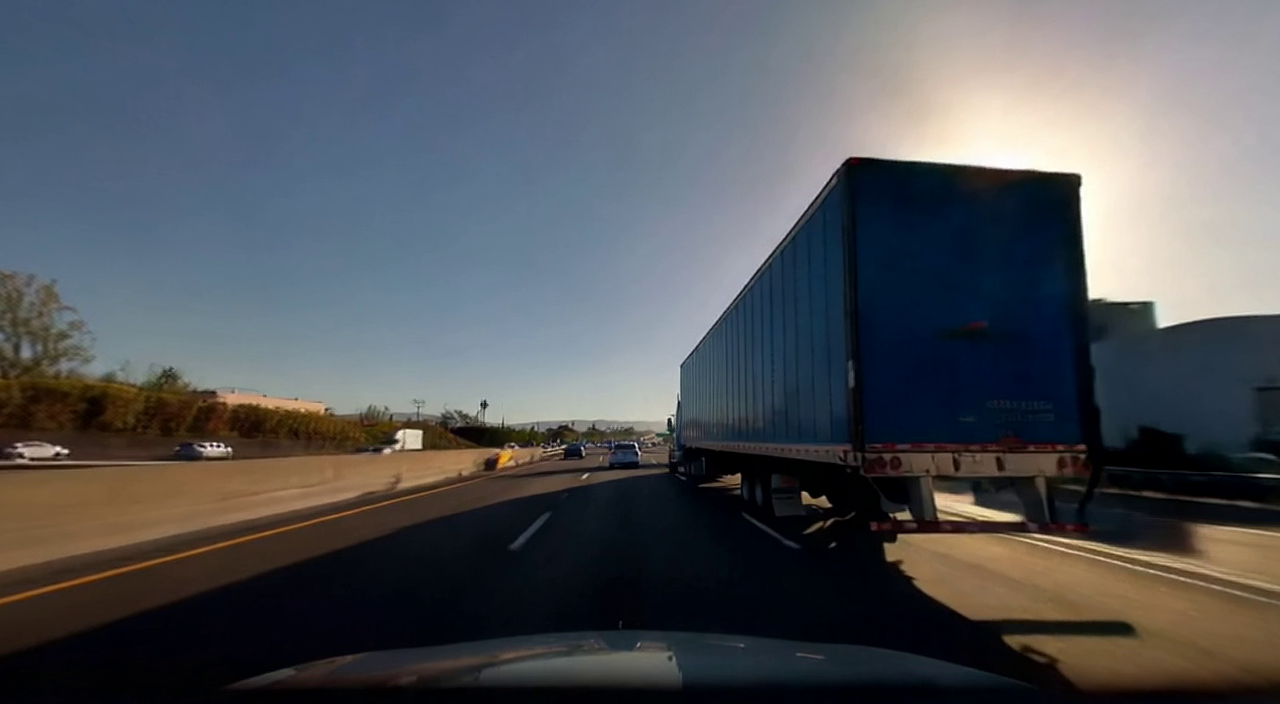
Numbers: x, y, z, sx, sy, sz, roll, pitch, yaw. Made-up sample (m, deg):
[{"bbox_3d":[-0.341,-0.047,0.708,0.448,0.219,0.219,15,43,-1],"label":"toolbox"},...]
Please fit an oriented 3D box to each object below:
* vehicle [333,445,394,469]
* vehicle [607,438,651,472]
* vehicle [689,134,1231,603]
[{"bbox_3d":[-17.761,6.756,40.845,1.908,1.459,4.631,0,-9,-2],"label":"vehicle"},{"bbox_3d":[-0.596,5.353,32.966,2.191,1.685,4.015,0,-9,-2],"label":"vehicle"},{"bbox_3d":[3.285,1.231,13.416,2.996,4.123,15.965,0,-9,-1],"label":"vehicle"}]
